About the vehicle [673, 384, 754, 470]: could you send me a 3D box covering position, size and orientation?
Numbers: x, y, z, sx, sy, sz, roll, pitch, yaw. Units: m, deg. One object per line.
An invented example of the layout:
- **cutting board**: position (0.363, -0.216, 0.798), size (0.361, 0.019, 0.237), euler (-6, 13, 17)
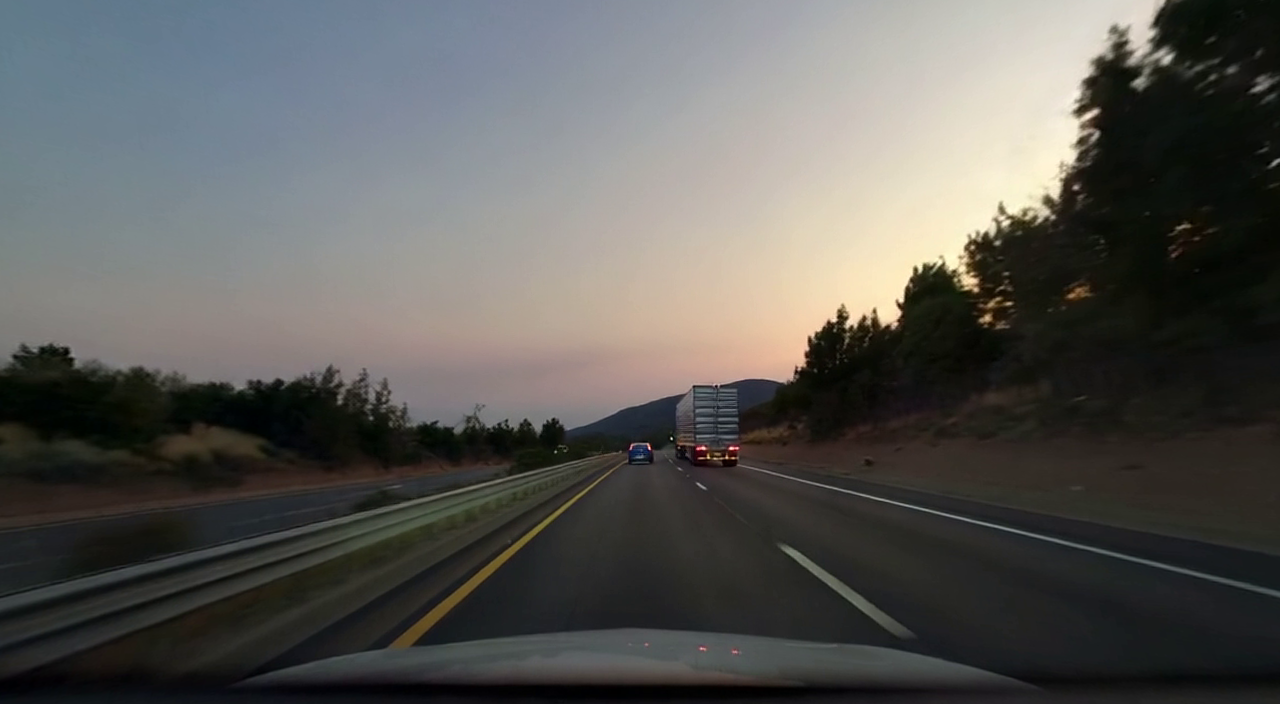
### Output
- **vehicle**: position (3.948, 4.793, 38.513), size (2.929, 4.158, 15.921), euler (0, -8, 0)

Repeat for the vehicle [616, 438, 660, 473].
- **vehicle**: position (-0.100, 4.973, 30.533), size (1.968, 1.515, 4.025), euler (0, -8, -1)
